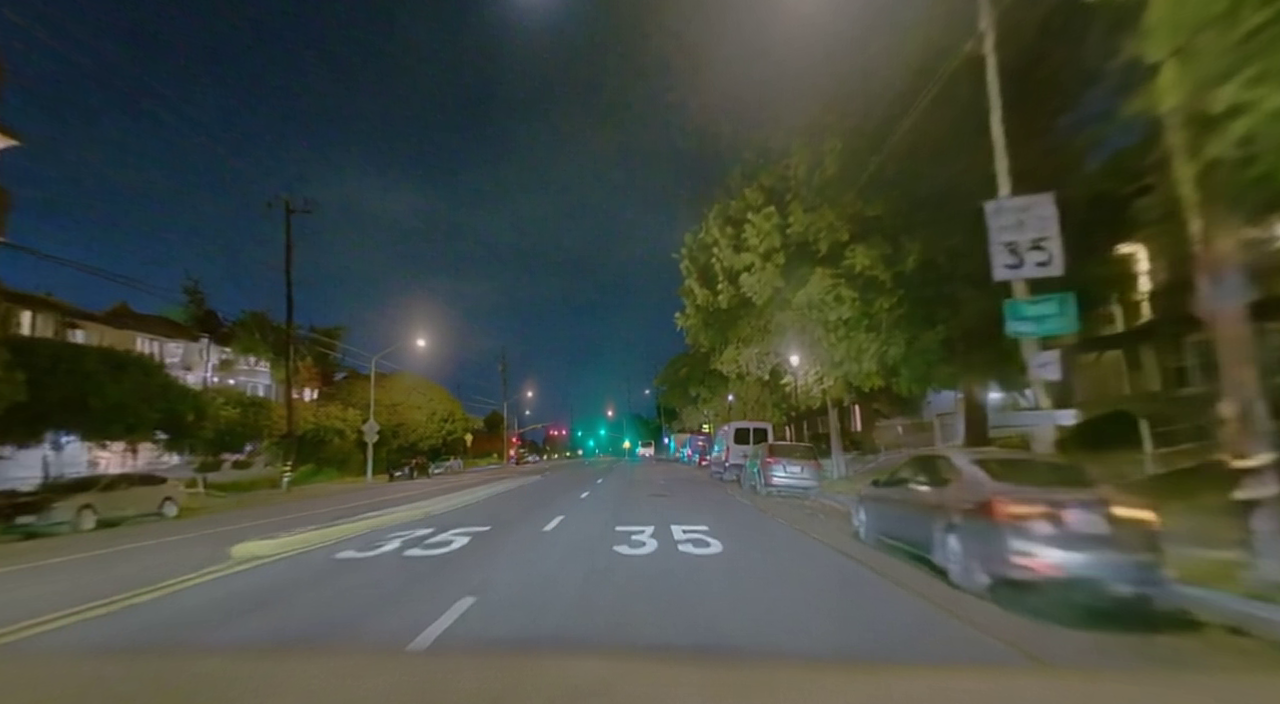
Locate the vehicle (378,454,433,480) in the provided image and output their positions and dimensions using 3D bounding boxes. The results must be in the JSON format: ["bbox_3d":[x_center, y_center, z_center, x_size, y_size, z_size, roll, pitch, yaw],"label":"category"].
[{"bbox_3d":[-15.363,7.550,41.391,1.992,1.517,4.426,0,-9,-2],"label":"vehicle"}]

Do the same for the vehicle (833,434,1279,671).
[{"bbox_3d":[3.488,1.549,6.051,1.827,1.422,4.340,0,-9,0],"label":"vehicle"}]

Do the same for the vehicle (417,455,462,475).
[{"bbox_3d":[-15.471,8.737,48.711,1.944,1.454,4.581,0,-9,1],"label":"vehicle"}]

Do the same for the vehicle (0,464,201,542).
[{"bbox_3d":[-13.162,3.520,15.253,1.821,1.468,4.408,0,-9,-1],"label":"vehicle"}]
